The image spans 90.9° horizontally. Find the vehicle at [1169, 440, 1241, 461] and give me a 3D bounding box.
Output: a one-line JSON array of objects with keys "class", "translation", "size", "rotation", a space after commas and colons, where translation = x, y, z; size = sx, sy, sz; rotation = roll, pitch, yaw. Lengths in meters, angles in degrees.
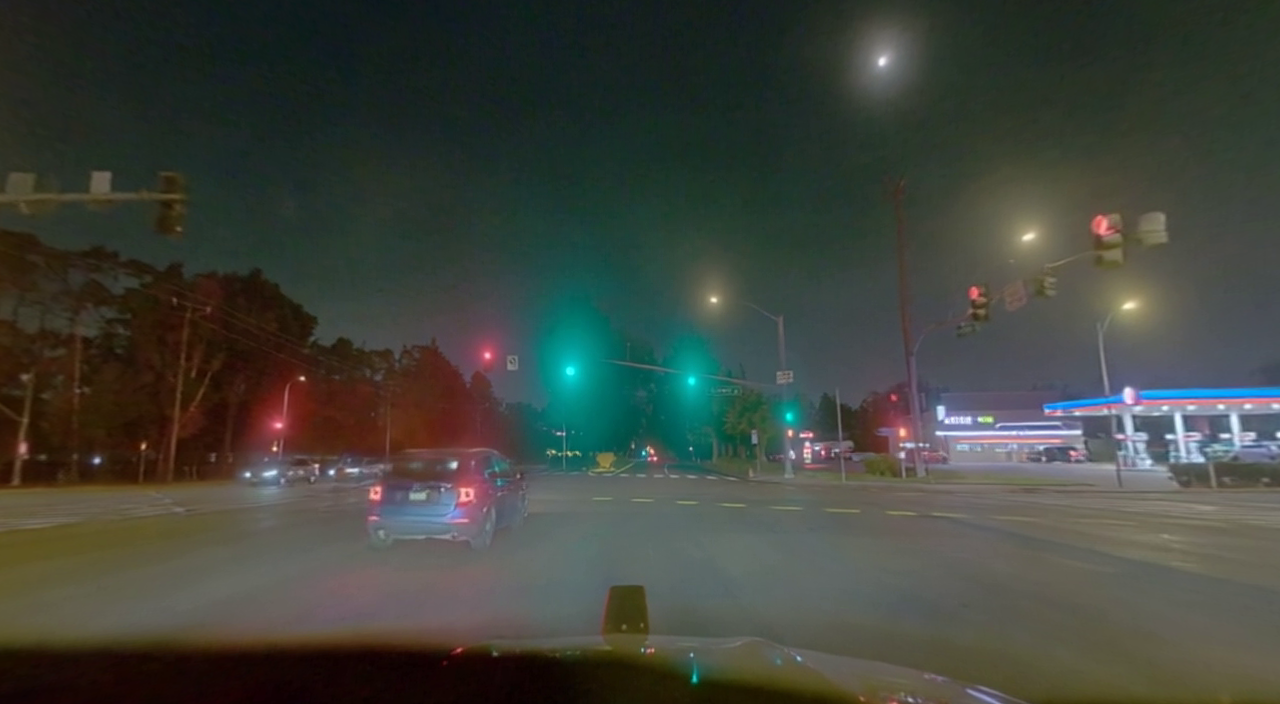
[{"class": "vehicle", "translation": [40.276, 7.009, 44.960], "size": [3.518, 1.433, 1.763], "rotation": [1, -9, -5]}]

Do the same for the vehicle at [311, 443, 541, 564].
[{"class": "vehicle", "translation": [-3.032, 2.239, 10.184], "size": [2.041, 1.483, 4.533], "rotation": [0, -9, 1]}]

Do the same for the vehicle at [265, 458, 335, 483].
[{"class": "vehicle", "translation": [-20.881, 7.293, 38.957], "size": [1.821, 1.371, 4.545], "rotation": [0, -9, -1]}]
